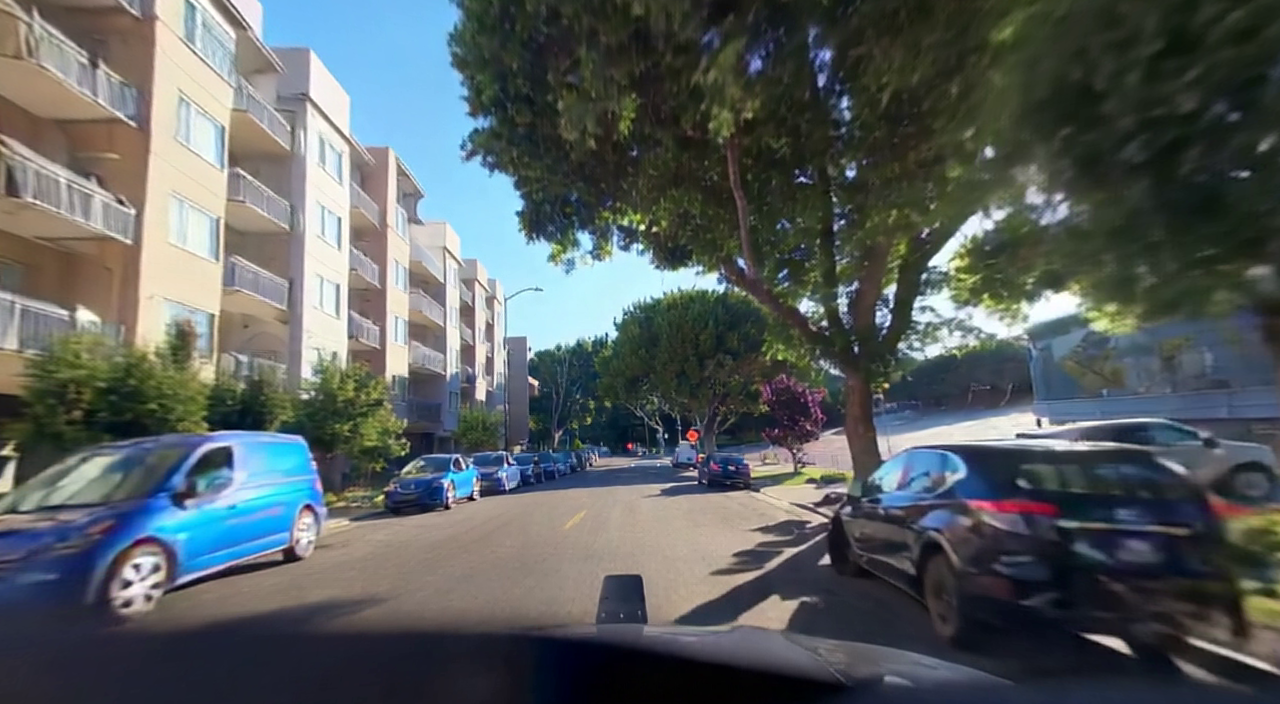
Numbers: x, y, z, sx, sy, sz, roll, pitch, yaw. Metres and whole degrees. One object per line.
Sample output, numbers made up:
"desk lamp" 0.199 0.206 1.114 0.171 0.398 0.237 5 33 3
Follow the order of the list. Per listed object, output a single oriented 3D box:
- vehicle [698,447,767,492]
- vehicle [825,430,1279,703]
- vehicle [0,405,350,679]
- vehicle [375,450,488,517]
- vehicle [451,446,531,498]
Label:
"vehicle" 3.302 4.266 23.385 1.835 1.490 4.134 0 -8 -1
"vehicle" 3.111 1.477 5.379 1.903 1.512 3.900 0 -8 1
"vehicle" -5.318 1.671 7.157 1.947 1.833 4.606 -2 -2 0
"vehicle" -5.273 3.338 16.459 1.722 1.491 3.431 0 -8 1
"vehicle" -4.970 4.026 21.614 1.782 1.585 3.962 0 -8 0
